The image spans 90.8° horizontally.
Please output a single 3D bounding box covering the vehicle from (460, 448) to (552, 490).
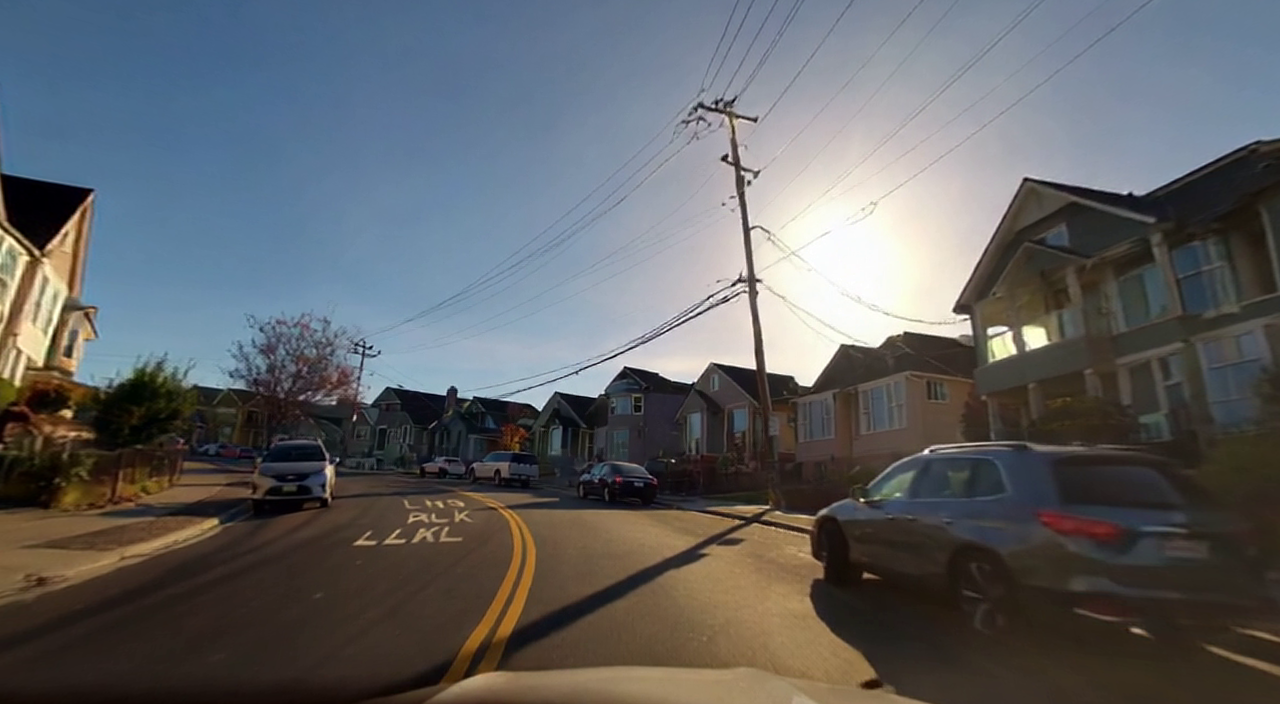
[{"bbox_3d":[-7.207,6.147,33.474,2.449,1.869,5.504,12,-14,-36],"label":"vehicle"}]

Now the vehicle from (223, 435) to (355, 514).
[{"bbox_3d":[-9.582,3.398,17.833,2.378,1.840,5.389,5,-11,-20],"label":"vehicle"}]

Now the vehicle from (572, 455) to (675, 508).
[{"bbox_3d":[-0.701,4.358,21.725,1.923,1.531,4.568,6,-10,-23],"label":"vehicle"}]

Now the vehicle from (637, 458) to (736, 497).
[{"bbox_3d":[2.138,5.652,28.787,4.163,1.586,2.023,6,-10,-35],"label":"vehicle"}]

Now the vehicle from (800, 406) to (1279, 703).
[{"bbox_3d":[3.327,1.565,6.088,1.994,1.682,4.750,4,-9,-5],"label":"vehicle"}]

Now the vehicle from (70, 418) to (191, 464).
[{"bbox_3d":[-23.696,4.220,29.476,4.064,1.569,1.861,15,-21,-40],"label":"vehicle"}]
